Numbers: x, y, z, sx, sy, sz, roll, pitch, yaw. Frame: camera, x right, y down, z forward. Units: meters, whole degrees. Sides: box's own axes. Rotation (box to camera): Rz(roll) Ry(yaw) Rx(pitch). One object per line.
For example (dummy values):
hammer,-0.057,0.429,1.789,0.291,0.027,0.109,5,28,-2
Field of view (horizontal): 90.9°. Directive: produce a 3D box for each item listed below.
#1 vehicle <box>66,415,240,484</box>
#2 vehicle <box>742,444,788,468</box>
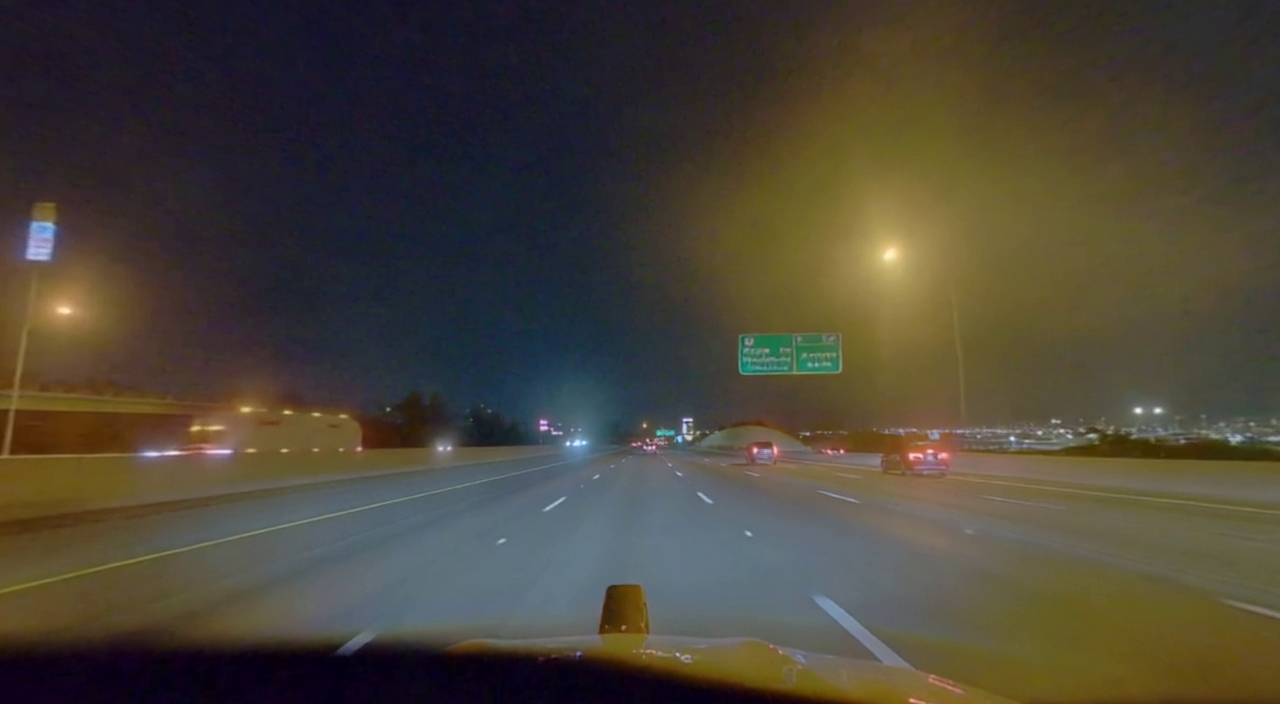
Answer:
vehicle,-21.461,4.371,28.351,2.626,2.725,6.211,0,-9,2
vehicle,8.026,6.733,40.913,2.056,1.465,4.304,0,-8,0
